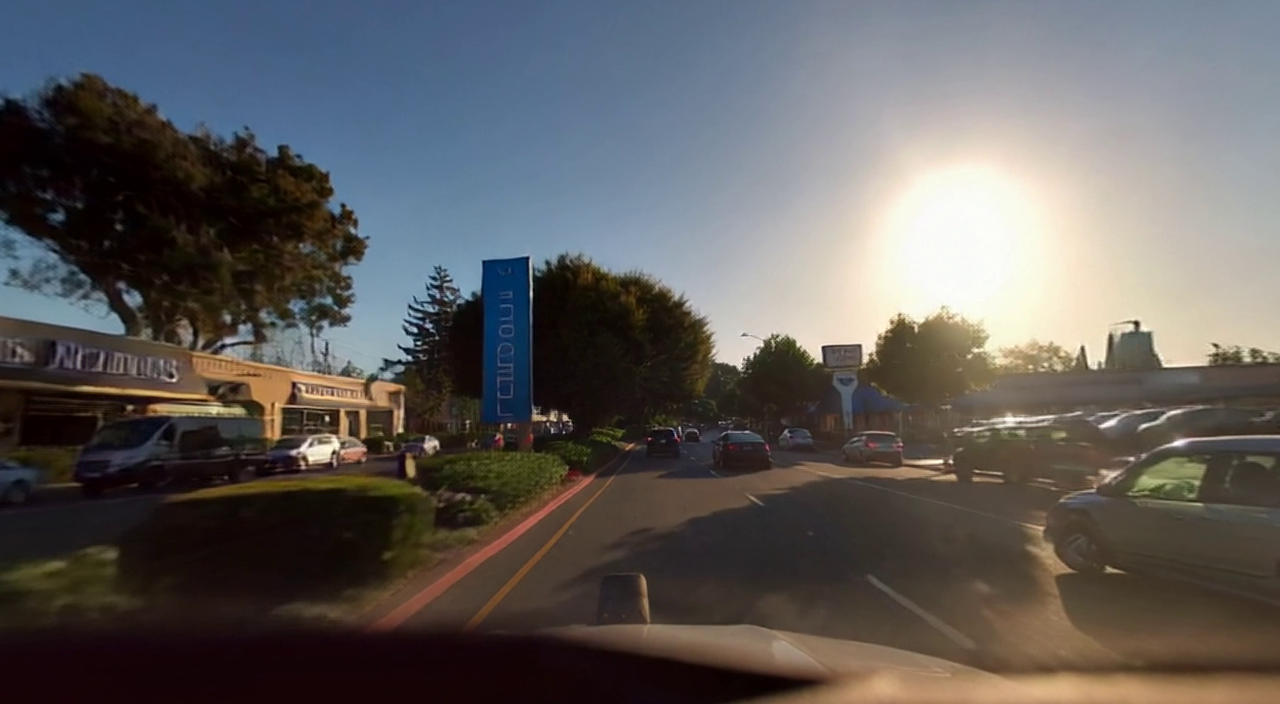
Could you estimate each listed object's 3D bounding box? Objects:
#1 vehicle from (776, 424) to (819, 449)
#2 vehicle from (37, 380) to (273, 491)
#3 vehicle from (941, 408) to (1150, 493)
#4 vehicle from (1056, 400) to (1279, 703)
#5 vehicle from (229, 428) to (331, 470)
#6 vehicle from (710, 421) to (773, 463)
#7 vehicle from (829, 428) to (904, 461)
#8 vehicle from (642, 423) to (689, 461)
[{"bbox_3d":[11.566,6.260,46.324,2.123,1.726,4.520,0,-8,2],"label":"vehicle"},{"bbox_3d":[-18.100,3.267,24.377,2.811,3.604,7.566,0,-8,2],"label":"vehicle"},{"bbox_3d":[10.849,2.710,17.498,2.318,1.974,5.282,0,-8,1],"label":"vehicle"},{"bbox_3d":[3.926,0.856,2.182,1.908,1.463,4.506,0,-8,1],"label":"vehicle"},{"bbox_3d":[-18.083,4.907,31.933,1.948,1.965,5.421,0,-8,0],"label":"vehicle"},{"bbox_3d":[4.393,4.003,27.838,2.115,1.692,4.189,0,-8,1],"label":"vehicle"},{"bbox_3d":[11.471,4.721,32.142,2.110,1.535,4.506,0,-8,-1],"label":"vehicle"},{"bbox_3d":[1.199,4.268,29.877,2.098,1.682,3.778,0,-8,2],"label":"vehicle"}]
